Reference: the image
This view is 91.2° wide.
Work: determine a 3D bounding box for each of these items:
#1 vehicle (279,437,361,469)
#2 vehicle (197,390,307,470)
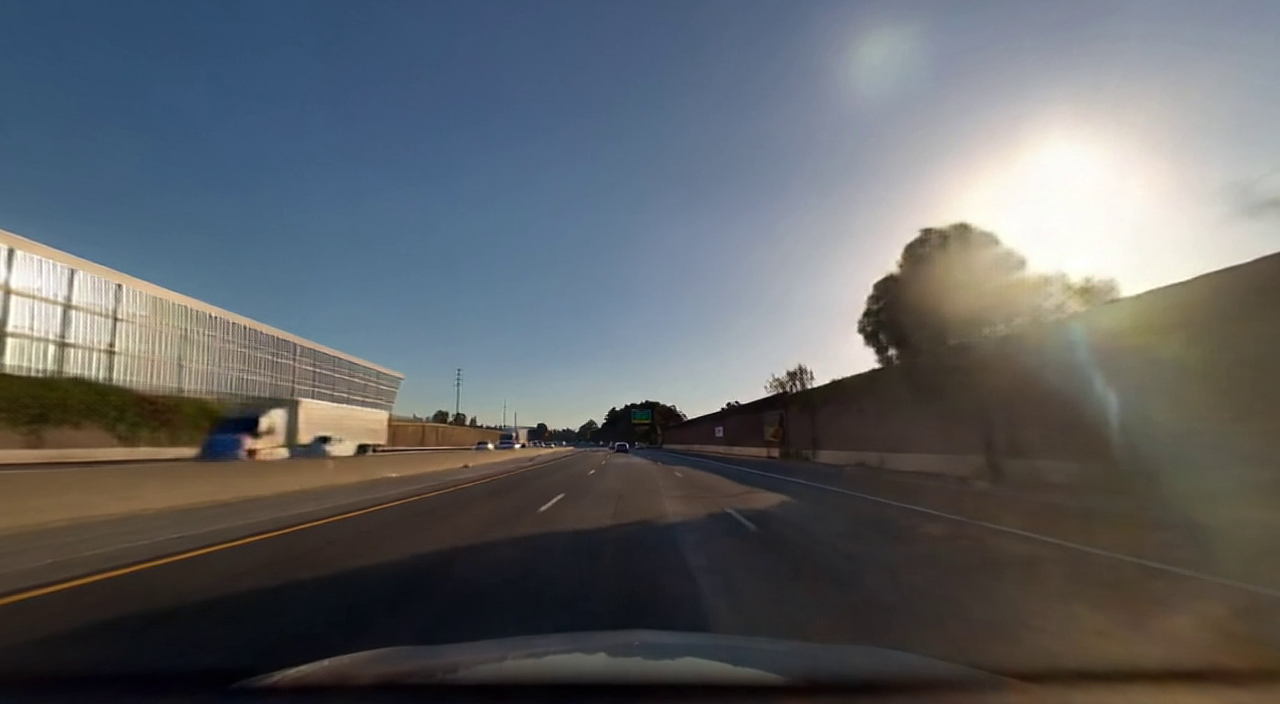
[{"bbox_3d":[-16.576,5.275,32.761,1.906,1.506,4.562,0,-9,0],"label":"vehicle"},{"bbox_3d":[-20.950,4.280,34.163,3.198,4.081,3.981,0,-9,0],"label":"vehicle"}]
